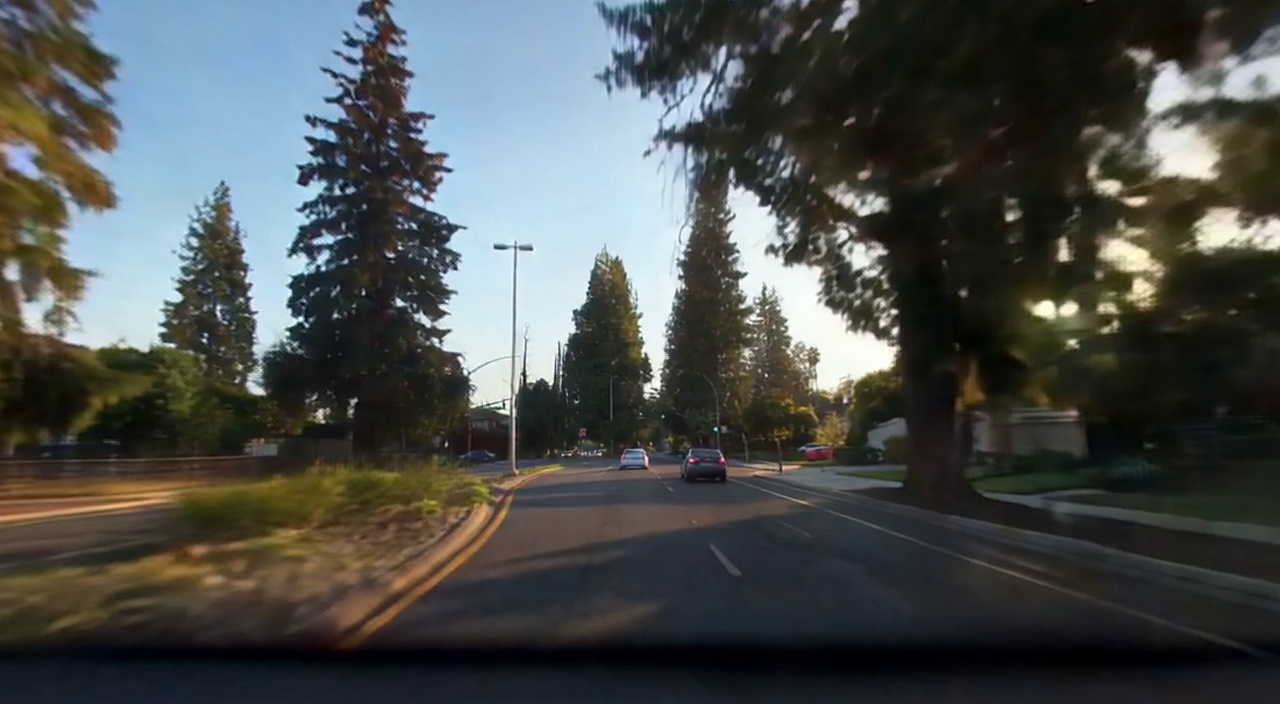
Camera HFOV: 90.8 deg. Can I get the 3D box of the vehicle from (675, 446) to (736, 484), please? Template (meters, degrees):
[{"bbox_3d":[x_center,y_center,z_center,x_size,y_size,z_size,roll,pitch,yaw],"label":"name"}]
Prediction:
[{"bbox_3d":[2.706,4.784,27.110,2.057,1.496,4.401,0,-8,-1],"label":"vehicle"}]

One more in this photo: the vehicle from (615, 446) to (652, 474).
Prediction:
[{"bbox_3d":[-0.393,6.345,37.401,2.018,1.511,3.993,0,-8,-1],"label":"vehicle"}]
